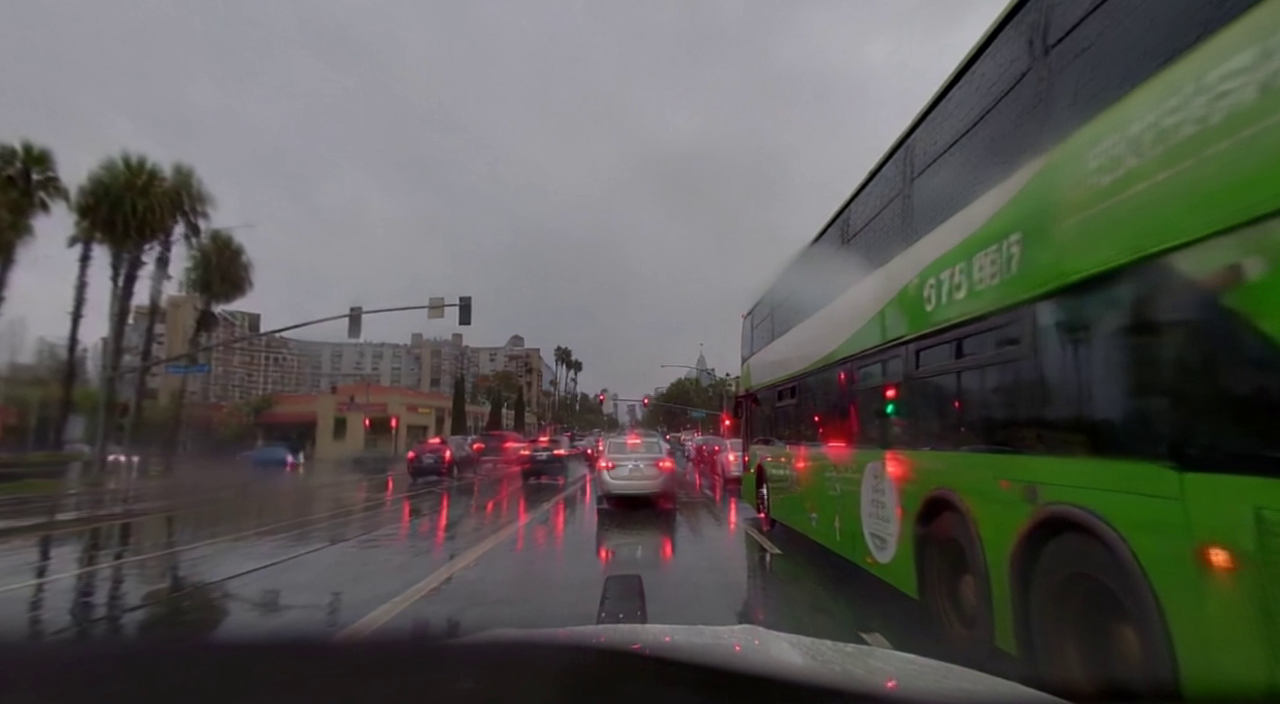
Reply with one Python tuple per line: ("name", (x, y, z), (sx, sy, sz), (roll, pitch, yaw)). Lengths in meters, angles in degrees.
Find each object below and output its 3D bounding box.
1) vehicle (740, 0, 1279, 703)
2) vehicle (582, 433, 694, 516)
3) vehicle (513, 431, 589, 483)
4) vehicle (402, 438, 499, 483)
("vehicle", (3.567, 0.224, 6.297), (2.970, 4.015, 13.606), (0, -9, 0))
("vehicle", (-0.030, 2.529, 13.539), (2.060, 1.499, 3.831), (0, -9, 0))
("vehicle", (-3.164, 3.867, 23.442), (2.020, 1.721, 4.366), (-1, -9, 2))
("vehicle", (-6.819, 3.965, 23.360), (1.927, 1.480, 4.832), (0, -9, 2))
